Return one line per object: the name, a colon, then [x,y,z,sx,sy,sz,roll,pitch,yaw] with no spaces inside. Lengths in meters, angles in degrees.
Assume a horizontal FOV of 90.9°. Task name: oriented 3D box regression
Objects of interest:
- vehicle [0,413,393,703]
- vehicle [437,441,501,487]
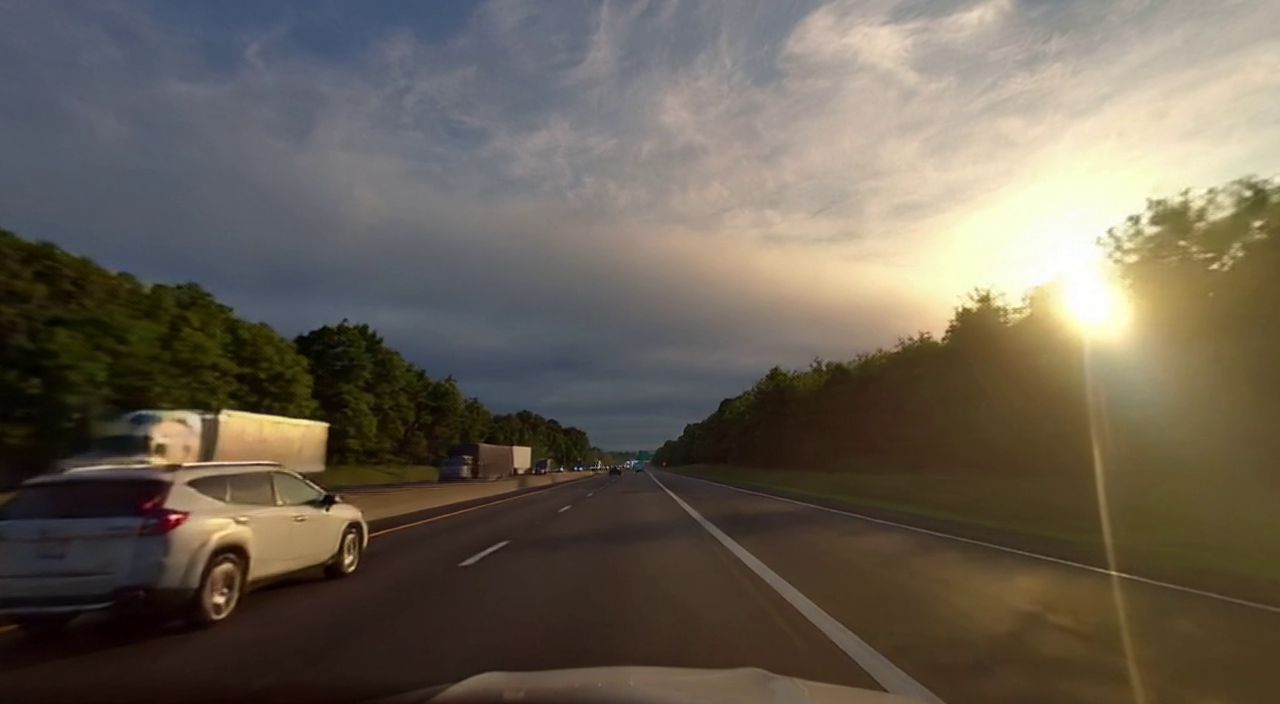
vehicle: [-3.901,1.406,4.948,2.043,1.486,4.442,1,-10,1]
vehicle: [-13.289,8.875,49.794,2.743,3.252,7.847,1,-10,0]
